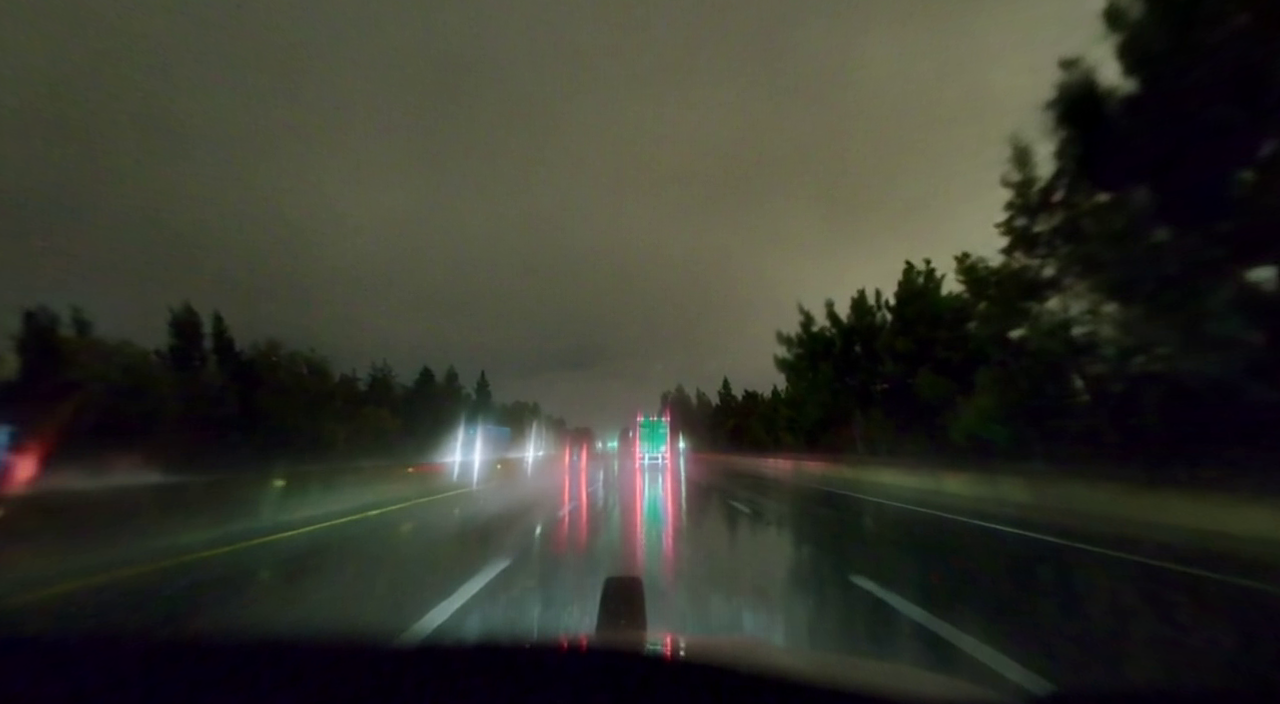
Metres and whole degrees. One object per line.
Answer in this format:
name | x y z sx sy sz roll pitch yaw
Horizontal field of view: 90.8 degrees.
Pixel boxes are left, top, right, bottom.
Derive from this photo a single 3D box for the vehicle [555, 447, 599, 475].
vehicle | -3.400 5.939 34.663 1.955 1.438 4.100 0 -9 1
